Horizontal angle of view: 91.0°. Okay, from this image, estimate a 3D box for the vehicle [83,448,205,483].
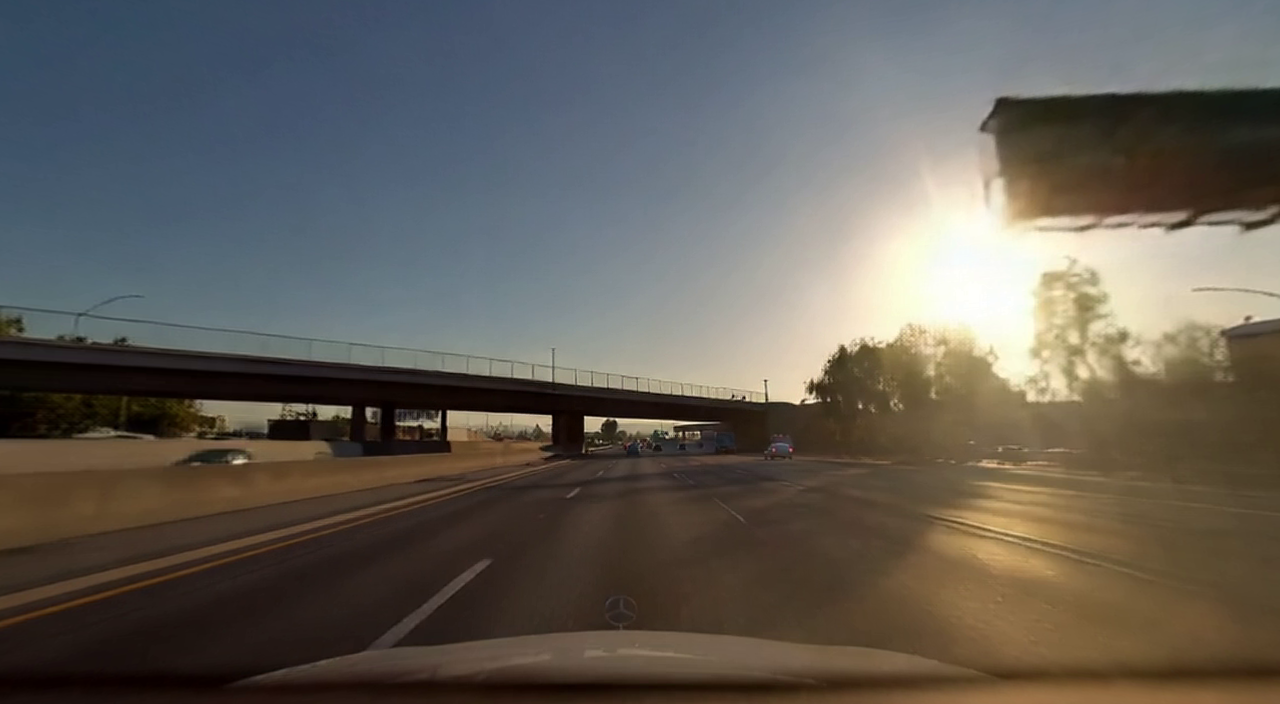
[{"bbox_3d":[-23.237,5.303,29.767,1.935,1.480,4.664,0,-8,1],"label":"vehicle"}]
